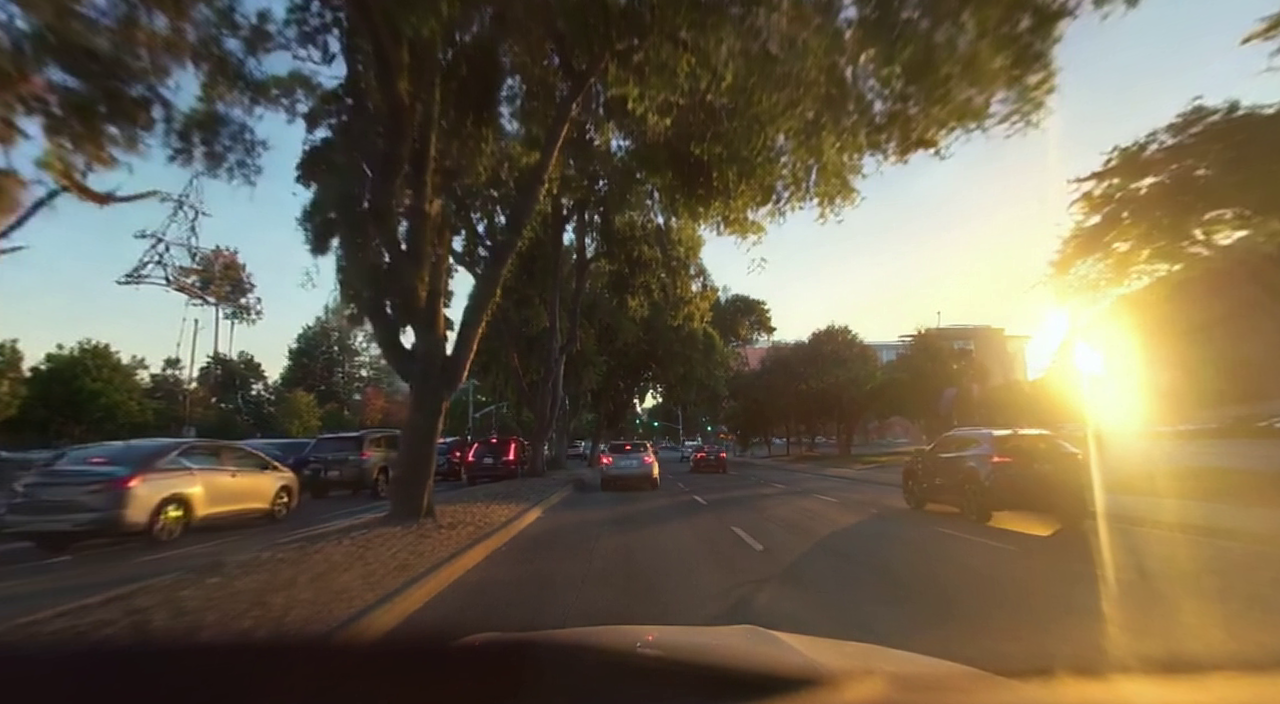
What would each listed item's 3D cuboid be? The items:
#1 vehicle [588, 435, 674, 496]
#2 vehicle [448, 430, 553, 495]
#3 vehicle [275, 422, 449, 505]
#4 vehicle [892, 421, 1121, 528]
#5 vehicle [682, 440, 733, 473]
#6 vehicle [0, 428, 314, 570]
[{"bbox_3d":[-0.250,3.177,18.022,2.161,1.501,4.184,0,-9,0],"label":"vehicle"},{"bbox_3d":[-3.851,3.150,18.299,2.009,1.619,4.376,0,-9,1],"label":"vehicle"},{"bbox_3d":[-6.784,2.802,16.328,1.864,1.737,5.689,0,-9,1],"label":"vehicle"},{"bbox_3d":[6.683,2.266,12.194,1.889,1.681,4.120,0,-9,0],"label":"vehicle"},{"bbox_3d":[3.255,5.131,31.130,1.905,1.473,4.183,0,-9,-2],"label":"vehicle"},{"bbox_3d":[-6.837,1.918,9.100,1.877,1.493,4.624,0,-9,-1],"label":"vehicle"}]
